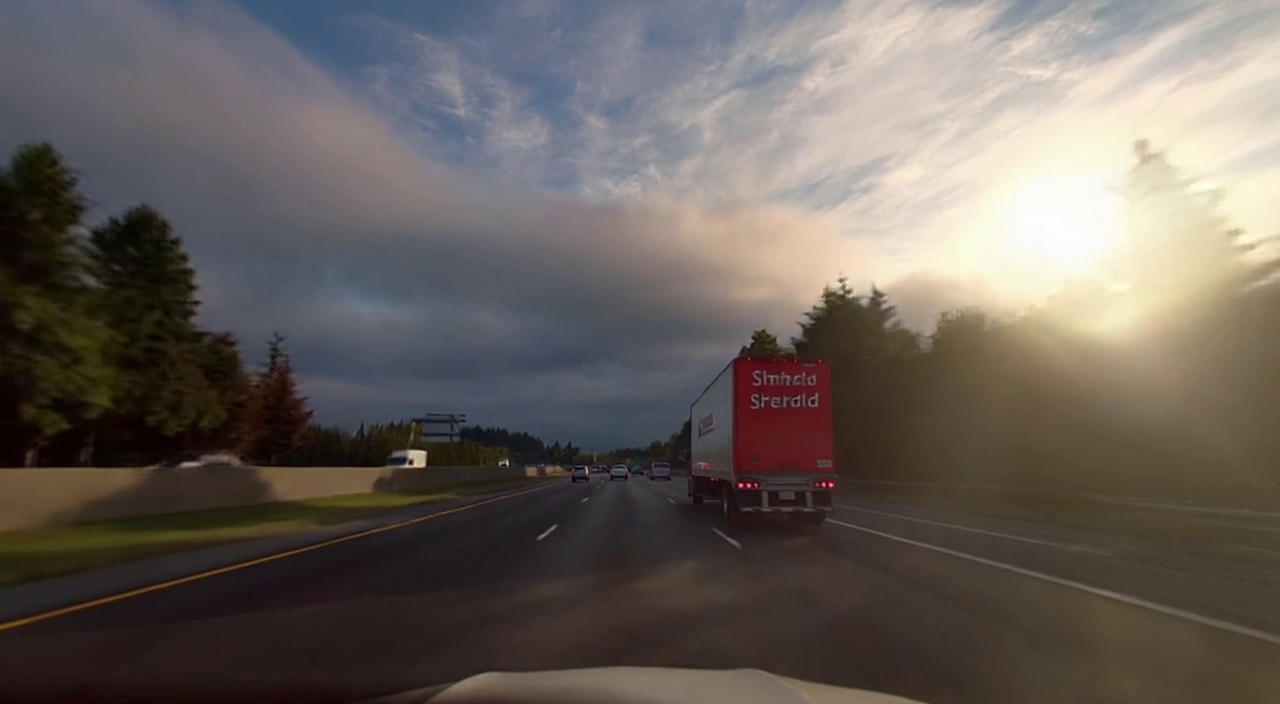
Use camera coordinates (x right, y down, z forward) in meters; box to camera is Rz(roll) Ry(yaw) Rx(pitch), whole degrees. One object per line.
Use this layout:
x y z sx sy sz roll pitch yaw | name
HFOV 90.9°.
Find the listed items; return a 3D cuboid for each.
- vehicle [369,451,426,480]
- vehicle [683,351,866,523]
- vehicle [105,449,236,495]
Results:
-18.012 8.490 47.097 2.079 1.951 6.068 1 -11 -3 | vehicle
3.871 3.398 22.952 2.992 4.300 13.967 1 -11 -2 | vehicle
-17.132 4.420 23.258 1.882 1.505 3.868 1 -11 -2 | vehicle
